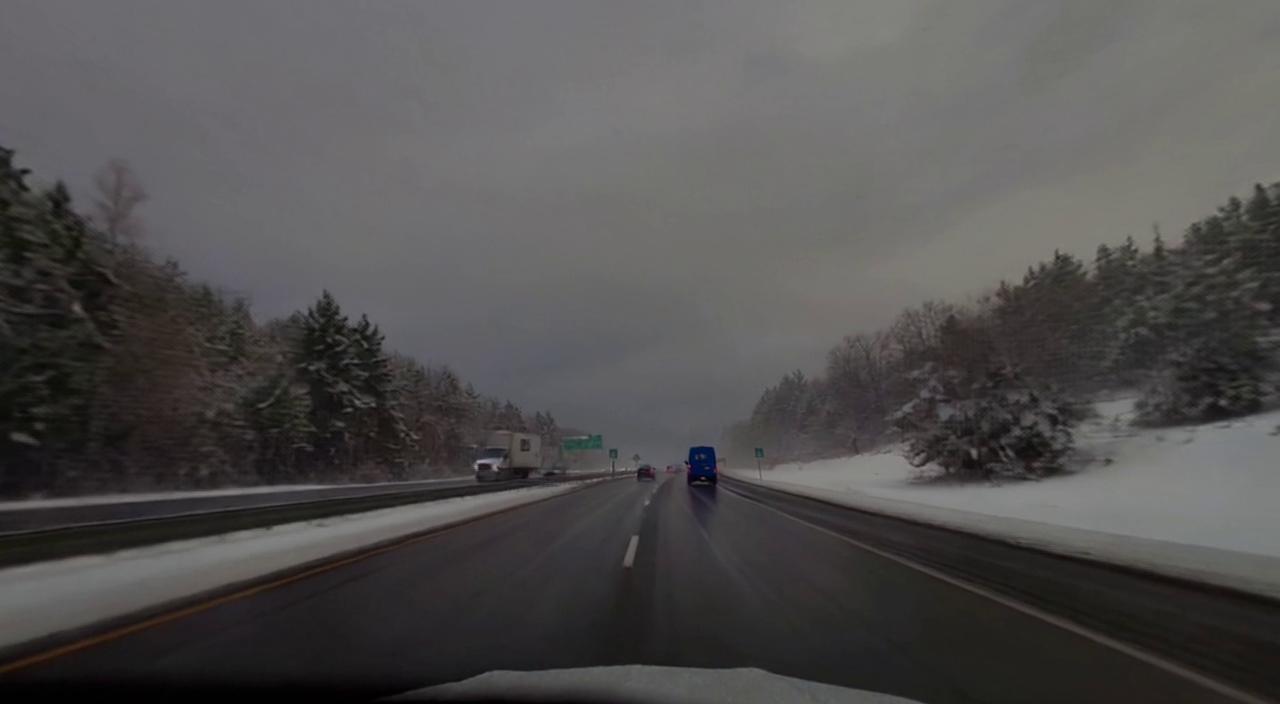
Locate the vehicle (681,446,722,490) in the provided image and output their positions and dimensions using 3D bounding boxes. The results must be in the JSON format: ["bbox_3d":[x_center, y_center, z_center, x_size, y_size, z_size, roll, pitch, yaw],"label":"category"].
[{"bbox_3d":[3.998,7.721,41.890,2.366,2.595,5.793,1,-11,2],"label":"vehicle"}]
